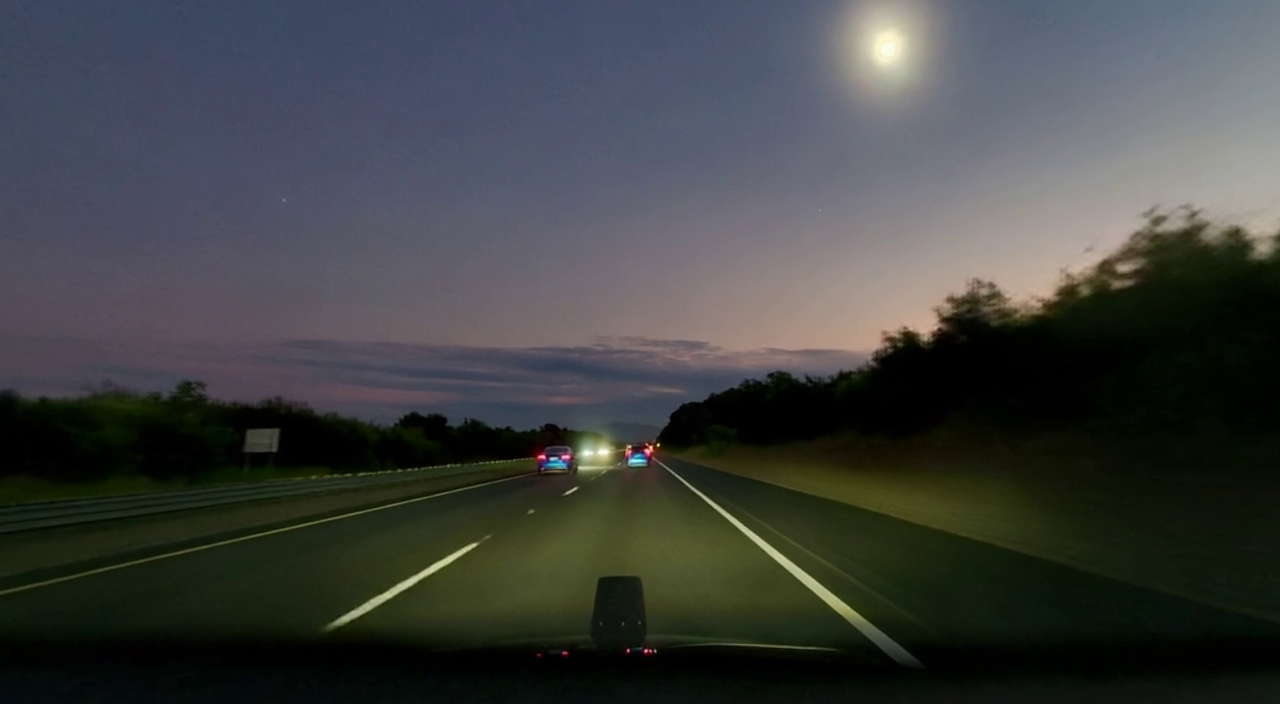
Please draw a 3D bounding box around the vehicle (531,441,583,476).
[{"bbox_3d":[-4.261,5.571,33.108,2.113,1.656,4.215,0,-9,0],"label":"vehicle"}]

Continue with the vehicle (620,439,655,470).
[{"bbox_3d":[-0.149,6.461,39.767,2.126,1.786,3.958,0,-9,0],"label":"vehicle"}]
